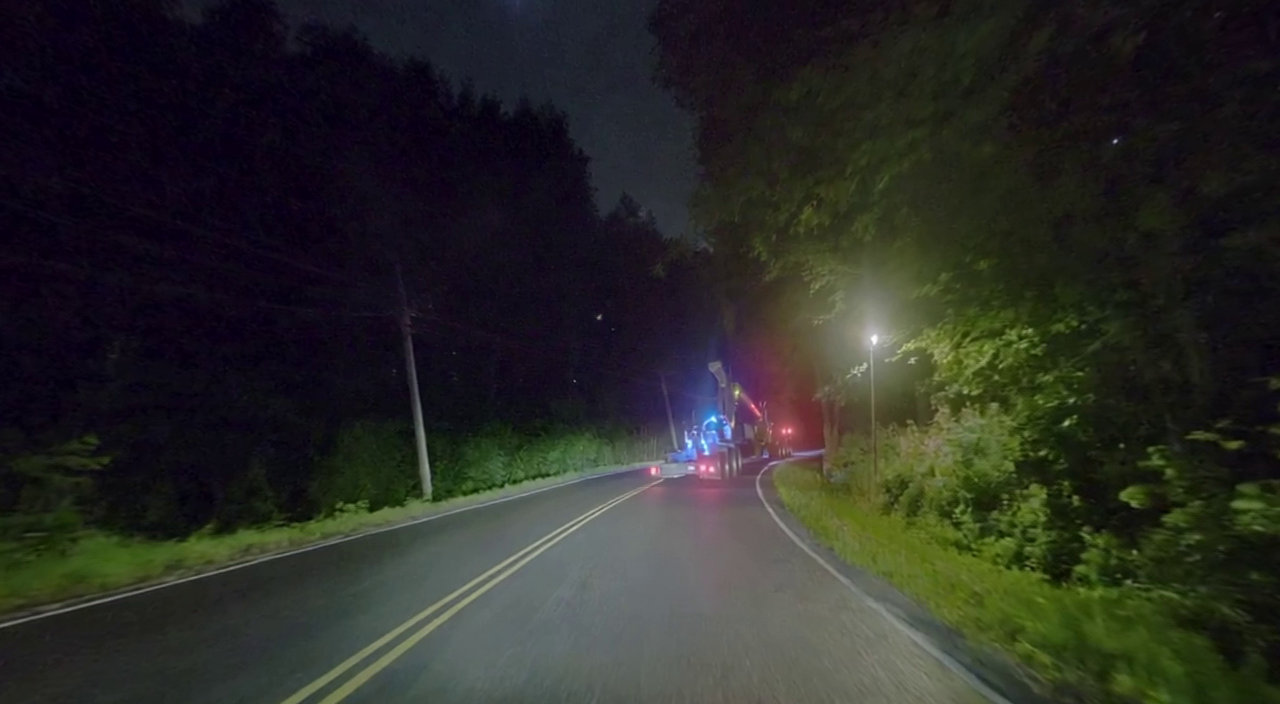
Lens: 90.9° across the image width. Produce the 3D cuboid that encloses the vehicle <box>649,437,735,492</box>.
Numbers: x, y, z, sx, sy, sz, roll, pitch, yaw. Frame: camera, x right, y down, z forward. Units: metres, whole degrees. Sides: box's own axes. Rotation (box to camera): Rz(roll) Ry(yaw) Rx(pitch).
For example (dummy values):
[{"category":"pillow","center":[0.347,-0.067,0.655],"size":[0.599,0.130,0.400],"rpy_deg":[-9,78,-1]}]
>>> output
[{"category":"vehicle","center":[1.734,3.390,19.385],"size":[2.196,1.465,4.294],"rpy_deg":[-2,-9,10]}]
